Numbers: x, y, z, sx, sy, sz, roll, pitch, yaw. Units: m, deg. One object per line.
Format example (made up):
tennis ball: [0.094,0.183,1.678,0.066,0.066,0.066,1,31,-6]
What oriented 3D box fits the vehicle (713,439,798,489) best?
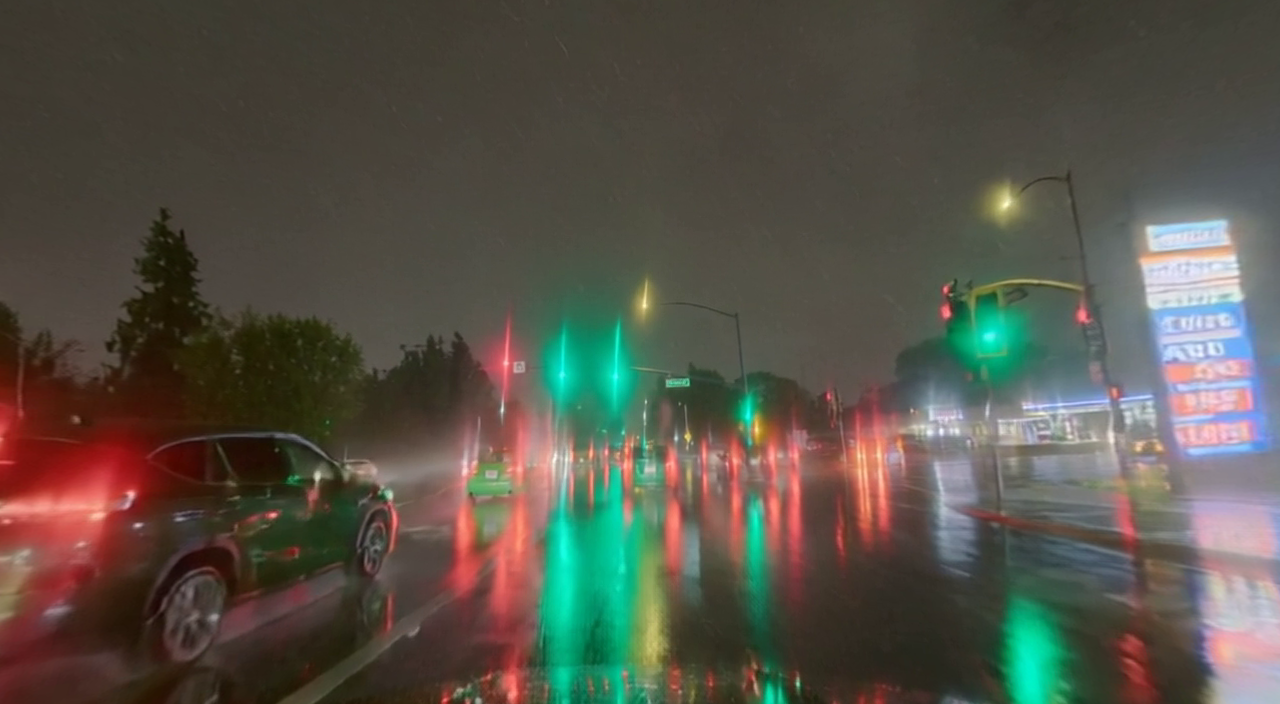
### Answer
vehicle: [3.720,3.689,21.150,1.920,1.479,4.548,0,-8,-1]

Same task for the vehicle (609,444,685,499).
vehicle: [0.192,3.459,18.682,1.994,1.433,3.894,0,-8,0]

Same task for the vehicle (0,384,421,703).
vehicle: [-3.757,1.352,5.404,2.023,1.687,4.874,0,-8,0]

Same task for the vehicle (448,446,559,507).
vehicle: [-3.648,3.405,17.787,1.995,1.436,4.500,-1,-8,2]

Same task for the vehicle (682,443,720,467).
vehicle: [3.993,6.788,41.949,1.942,1.482,4.623,0,-8,-1]

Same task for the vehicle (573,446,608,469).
vehicle: [-3.409,7.340,43.964,1.896,1.501,4.390,-1,-8,3]
